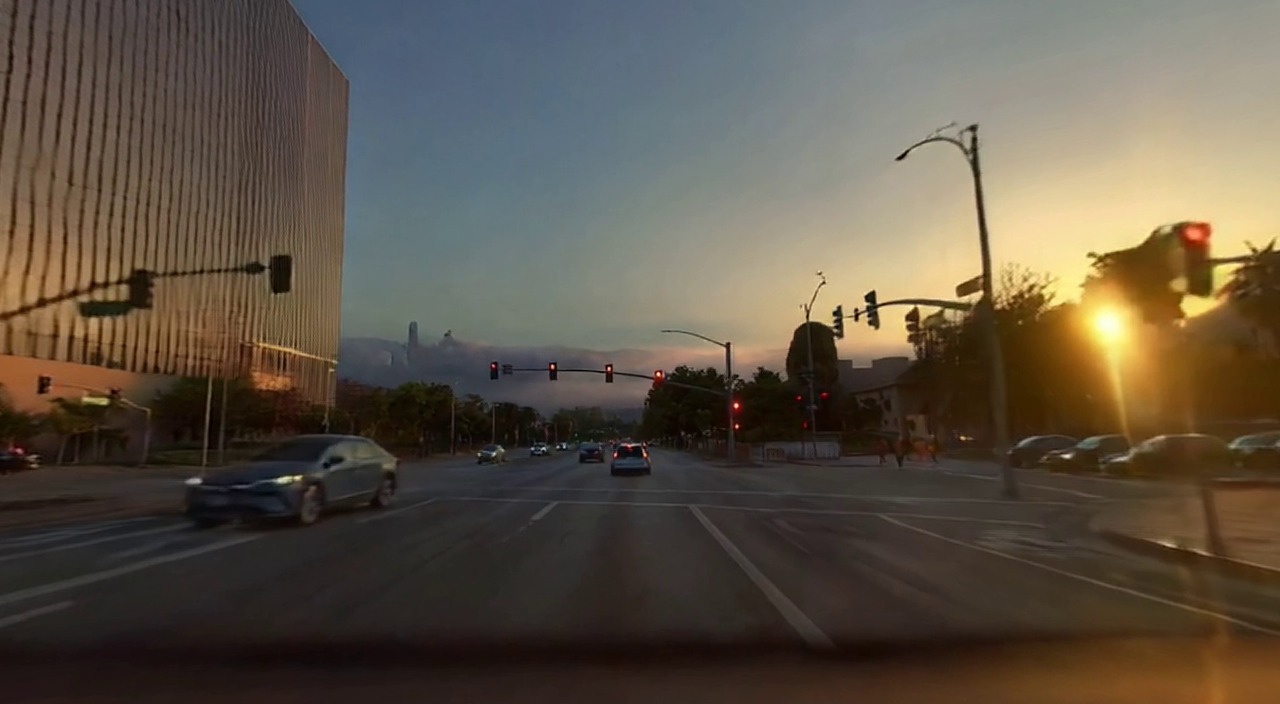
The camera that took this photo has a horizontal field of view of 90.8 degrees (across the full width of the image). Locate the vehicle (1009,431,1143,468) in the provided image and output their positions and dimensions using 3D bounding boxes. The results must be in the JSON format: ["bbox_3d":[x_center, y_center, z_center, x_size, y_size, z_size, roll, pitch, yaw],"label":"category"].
[{"bbox_3d":[19.858,4.443,29.039,4.602,1.594,1.917,-2,-8,17],"label":"vehicle"}]

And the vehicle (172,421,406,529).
[{"bbox_3d":[-6.265,2.224,12.005,1.937,1.659,4.259,0,-8,1],"label":"vehicle"}]

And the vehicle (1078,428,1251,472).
[{"bbox_3d":[20.446,3.849,24.888,4.778,1.588,1.822,-3,-9,17],"label":"vehicle"}]

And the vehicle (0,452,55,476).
[{"bbox_3d":[-42.925,7.643,43.324,4.372,1.557,1.961,-3,-10,17],"label":"vehicle"}]

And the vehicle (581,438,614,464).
[{"bbox_3d":[-3.114,7.316,46.765,2.001,1.784,4.483,0,-8,2],"label":"vehicle"}]

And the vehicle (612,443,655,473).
[{"bbox_3d":[-0.331,5.260,31.637,2.050,1.385,4.096,0,-8,-1],"label":"vehicle"}]
